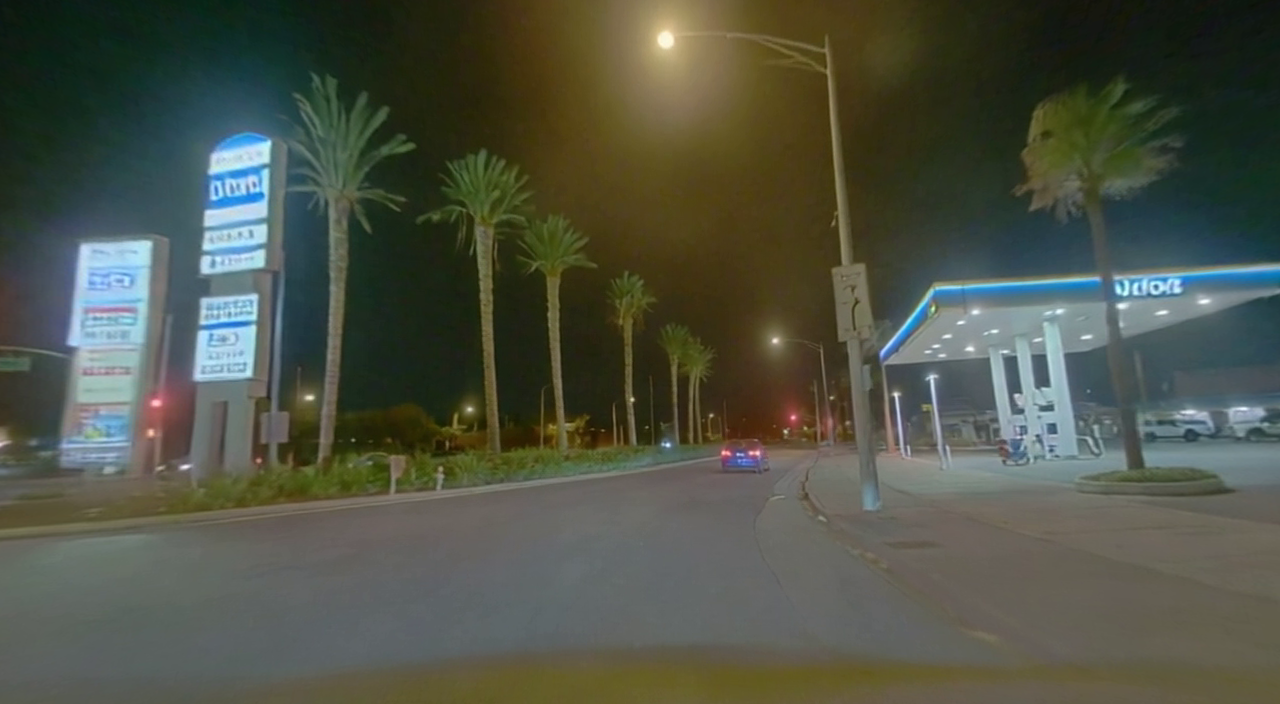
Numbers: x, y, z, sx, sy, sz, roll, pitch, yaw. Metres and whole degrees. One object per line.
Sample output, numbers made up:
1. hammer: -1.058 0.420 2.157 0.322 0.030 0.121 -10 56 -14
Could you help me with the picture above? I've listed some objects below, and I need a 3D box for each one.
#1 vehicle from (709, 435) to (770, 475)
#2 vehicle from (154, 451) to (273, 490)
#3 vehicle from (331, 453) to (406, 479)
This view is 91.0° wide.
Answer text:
1. vehicle: 4.249 4.278 26.275 2.050 1.509 4.148 -2 -9 15
2. vehicle: -19.979 5.519 29.752 1.884 1.651 4.330 -2 -9 16
3. vehicle: -17.160 7.198 40.028 1.825 1.441 4.656 -2 -9 15
